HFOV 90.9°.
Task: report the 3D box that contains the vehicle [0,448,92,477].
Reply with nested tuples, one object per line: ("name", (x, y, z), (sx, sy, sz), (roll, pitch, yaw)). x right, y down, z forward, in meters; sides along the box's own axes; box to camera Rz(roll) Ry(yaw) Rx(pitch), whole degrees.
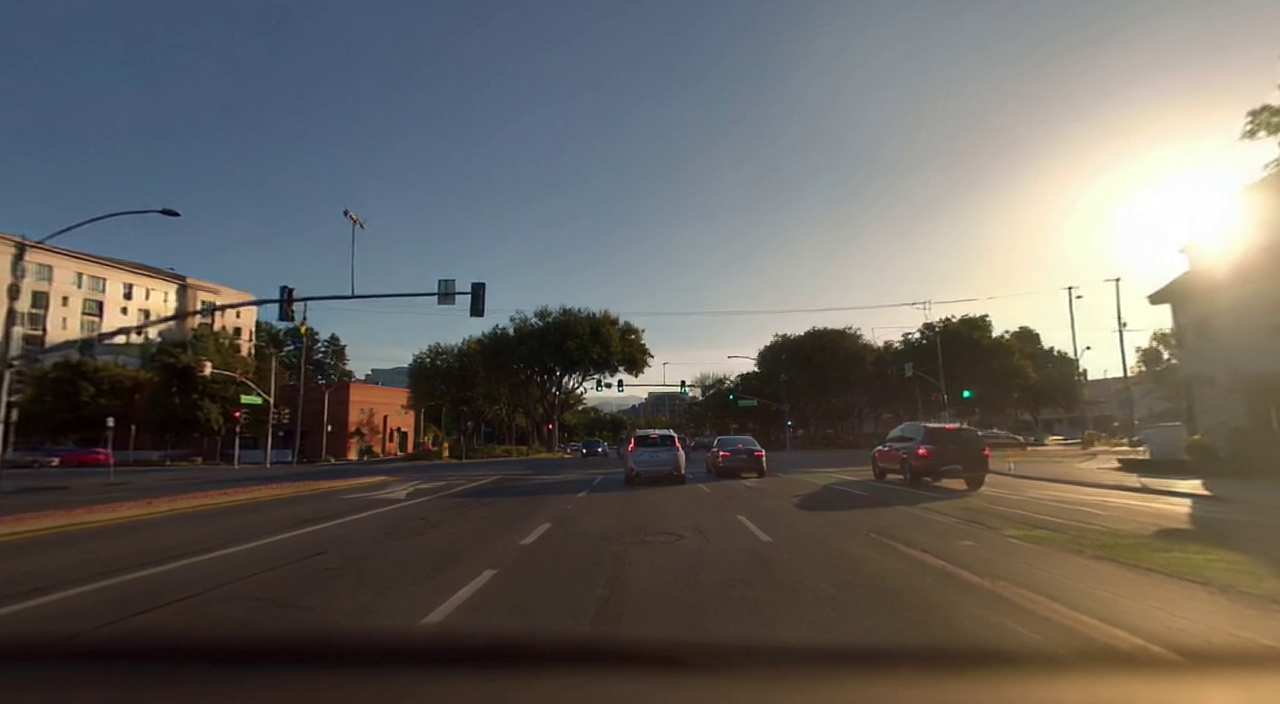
("vehicle", (-31.829, 5.721, 32.834), (4.448, 1.422, 1.890), (2, -9, -13))

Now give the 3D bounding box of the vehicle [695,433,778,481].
("vehicle", (3.070, 3.450, 20.979), (1.994, 1.436, 4.169), (0, -8, -2))

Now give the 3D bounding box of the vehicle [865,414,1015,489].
("vehicle", (8.563, 2.881, 18.621), (2.132, 1.892, 4.851), (-1, -8, 2))

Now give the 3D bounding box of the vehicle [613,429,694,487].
("vehicle", (0.332, 3.109, 18.826), (2.099, 1.516, 4.681), (0, -8, 0))
